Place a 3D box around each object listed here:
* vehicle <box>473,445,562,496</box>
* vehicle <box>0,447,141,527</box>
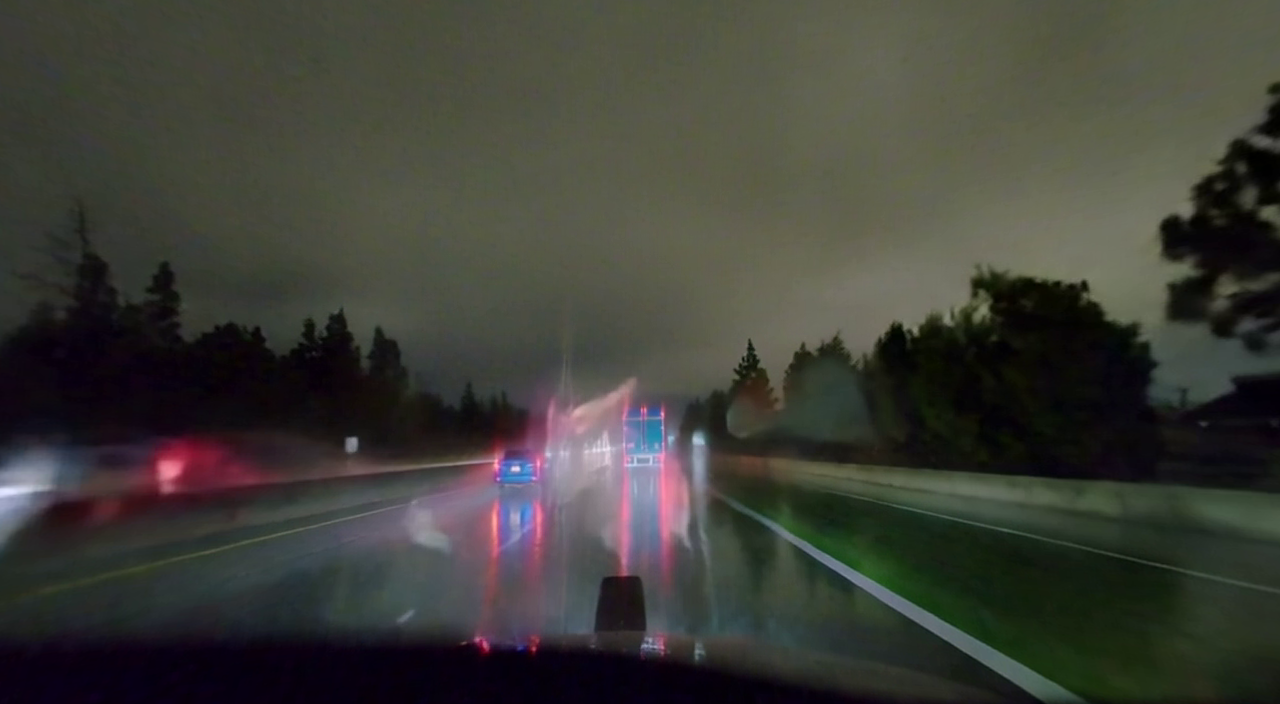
[{"bbox_3d":[-3.793,3.747,20.253,1.955,1.438,4.100,-1,-9,1],"label":"vehicle"},{"bbox_3d":[-13.299,2.755,13.136,2.005,1.521,4.592,-1,-9,1],"label":"vehicle"}]
